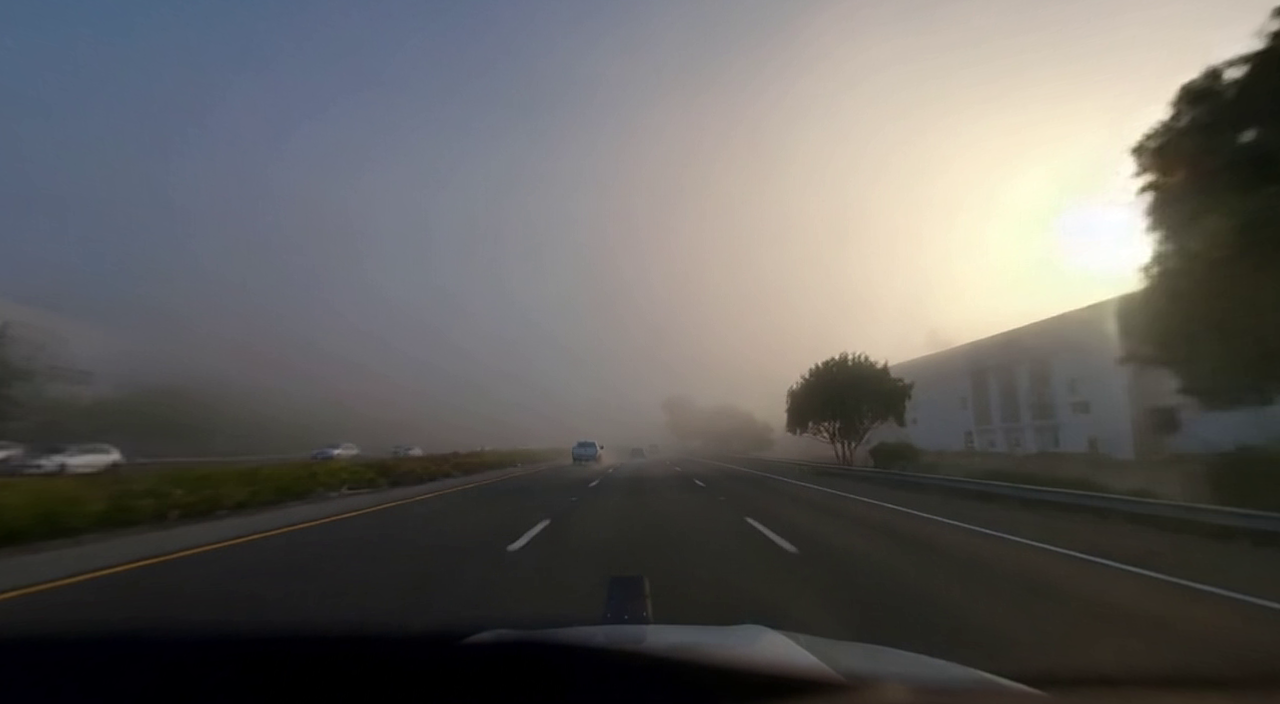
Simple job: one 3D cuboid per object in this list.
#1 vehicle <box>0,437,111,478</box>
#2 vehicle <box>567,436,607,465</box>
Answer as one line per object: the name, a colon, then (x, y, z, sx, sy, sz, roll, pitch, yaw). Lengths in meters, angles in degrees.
vehicle: (-28.202, 4.947, 29.855, 1.975, 1.771, 4.906, 0, -8, 1)
vehicle: (-3.570, 6.751, 43.382, 2.218, 1.850, 4.774, 0, -8, 1)
